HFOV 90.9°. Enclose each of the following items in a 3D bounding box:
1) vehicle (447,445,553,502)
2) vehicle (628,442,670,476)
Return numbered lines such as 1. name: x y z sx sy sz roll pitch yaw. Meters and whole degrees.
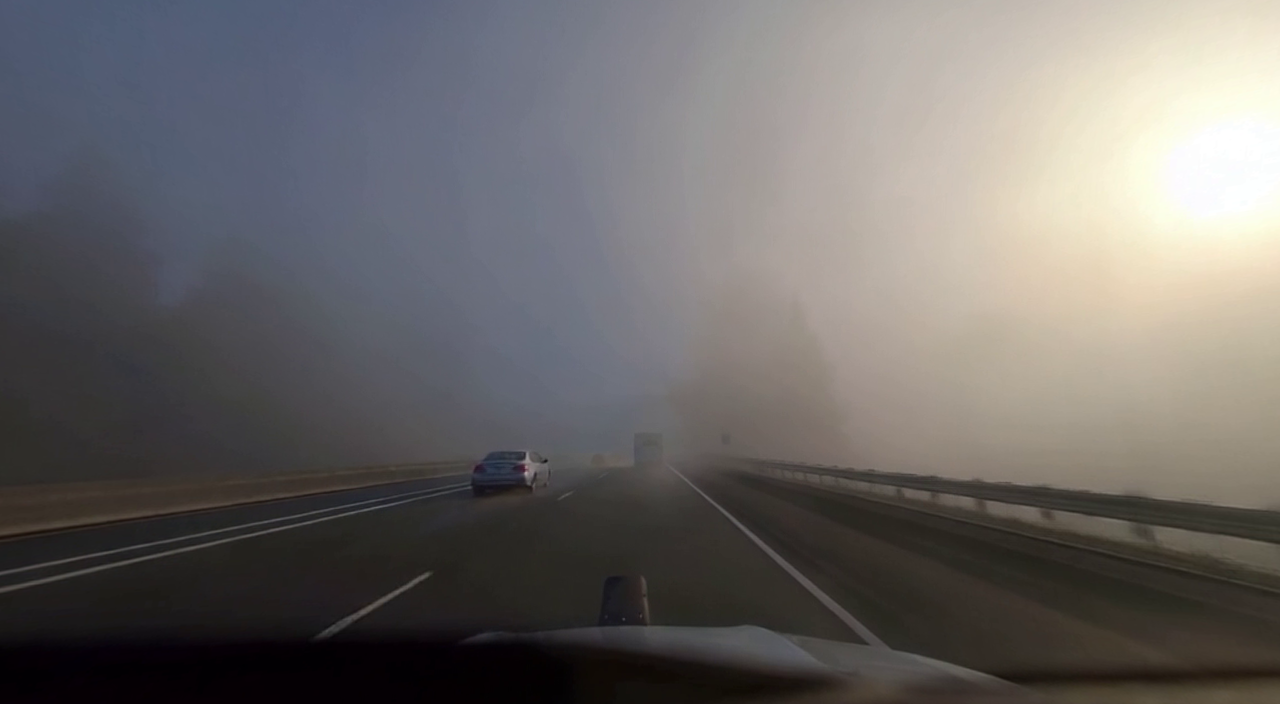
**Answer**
1. vehicle: -3.927 3.480 18.472 1.998 1.460 4.422 0 -9 1
2. vehicle: 0.470 5.849 34.617 2.172 1.687 3.929 0 -9 0
